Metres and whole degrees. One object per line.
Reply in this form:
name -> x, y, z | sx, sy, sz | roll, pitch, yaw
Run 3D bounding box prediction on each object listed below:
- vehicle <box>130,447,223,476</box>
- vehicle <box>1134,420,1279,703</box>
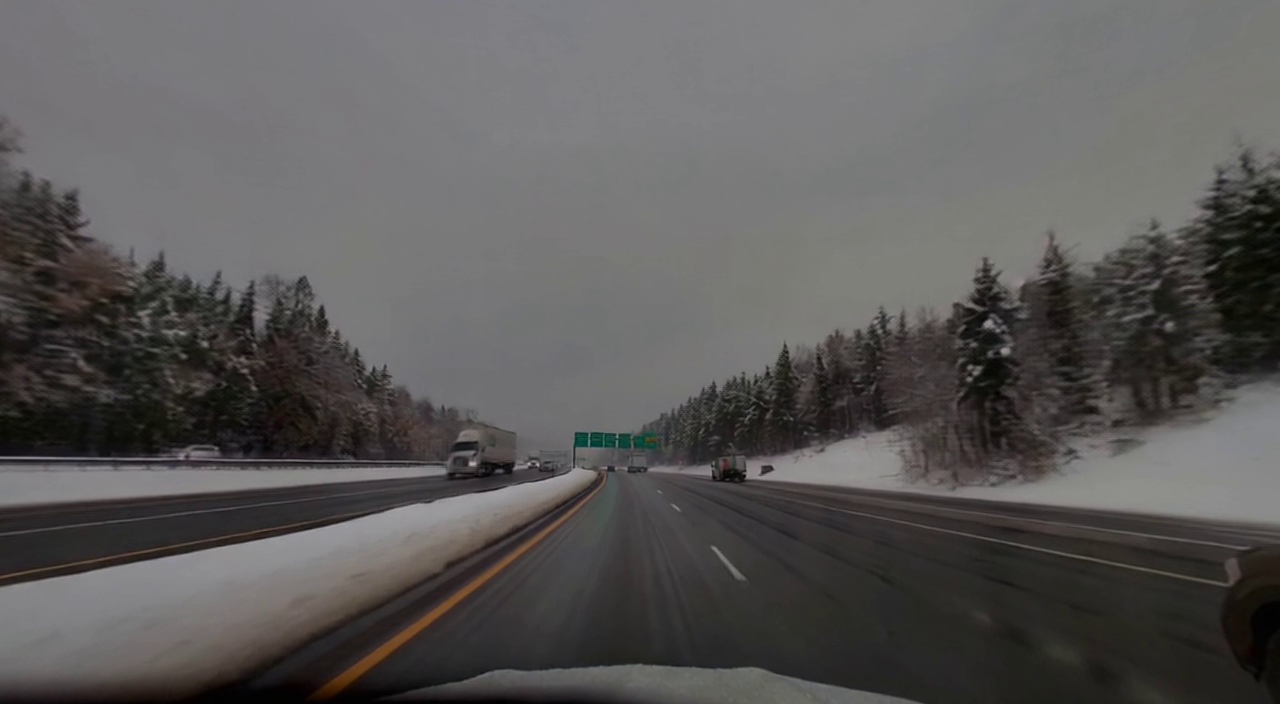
vehicle -> -26.891, 6.386, 36.679 | 1.873, 1.540, 4.546 | 0, -10, 1
vehicle -> 4.021, 0.824, 1.458 | 1.965, 1.502, 4.599 | 1, -10, 0
